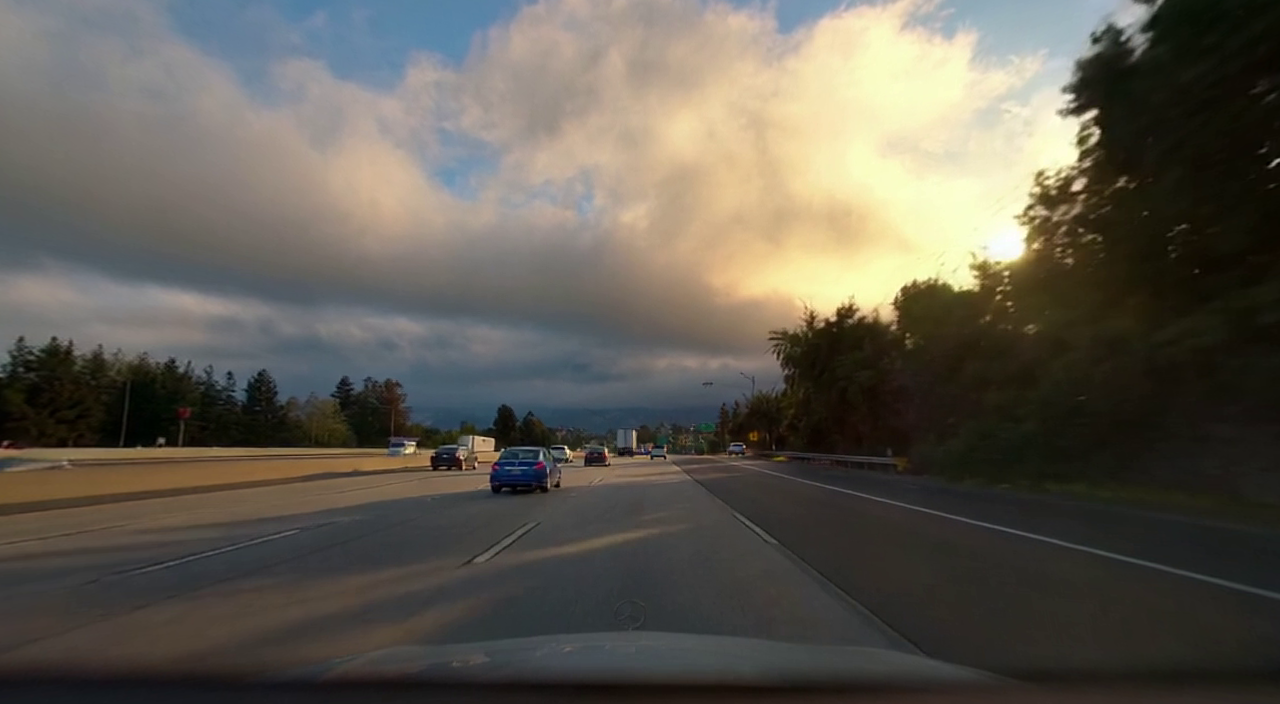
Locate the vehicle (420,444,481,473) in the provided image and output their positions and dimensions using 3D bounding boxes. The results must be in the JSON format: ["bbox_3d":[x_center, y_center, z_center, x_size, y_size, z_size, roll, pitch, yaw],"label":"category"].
[{"bbox_3d":[-10.560,5.939,35.511,1.888,1.481,4.477,0,-8,2],"label":"vehicle"}]

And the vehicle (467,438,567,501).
[{"bbox_3d":[-3.209,3.141,17.234,1.953,1.511,3.704,0,-8,1],"label":"vehicle"}]
